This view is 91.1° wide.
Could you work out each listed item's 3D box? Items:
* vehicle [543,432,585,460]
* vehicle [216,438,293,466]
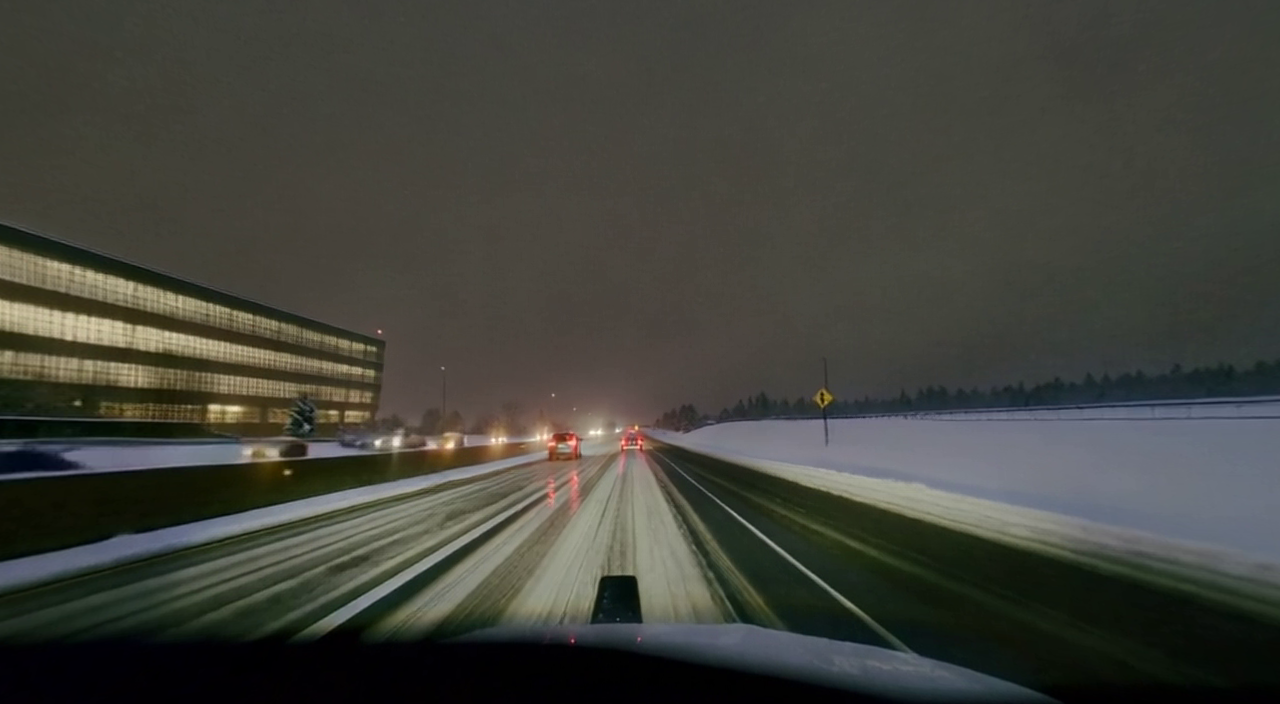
[{"bbox_3d":[-4.647,5.793,38.943,2.036,1.612,4.510,0,-8,0],"label":"vehicle"},{"bbox_3d":[-21.050,5.442,34.489,1.775,1.458,3.812,0,-8,0],"label":"vehicle"}]
